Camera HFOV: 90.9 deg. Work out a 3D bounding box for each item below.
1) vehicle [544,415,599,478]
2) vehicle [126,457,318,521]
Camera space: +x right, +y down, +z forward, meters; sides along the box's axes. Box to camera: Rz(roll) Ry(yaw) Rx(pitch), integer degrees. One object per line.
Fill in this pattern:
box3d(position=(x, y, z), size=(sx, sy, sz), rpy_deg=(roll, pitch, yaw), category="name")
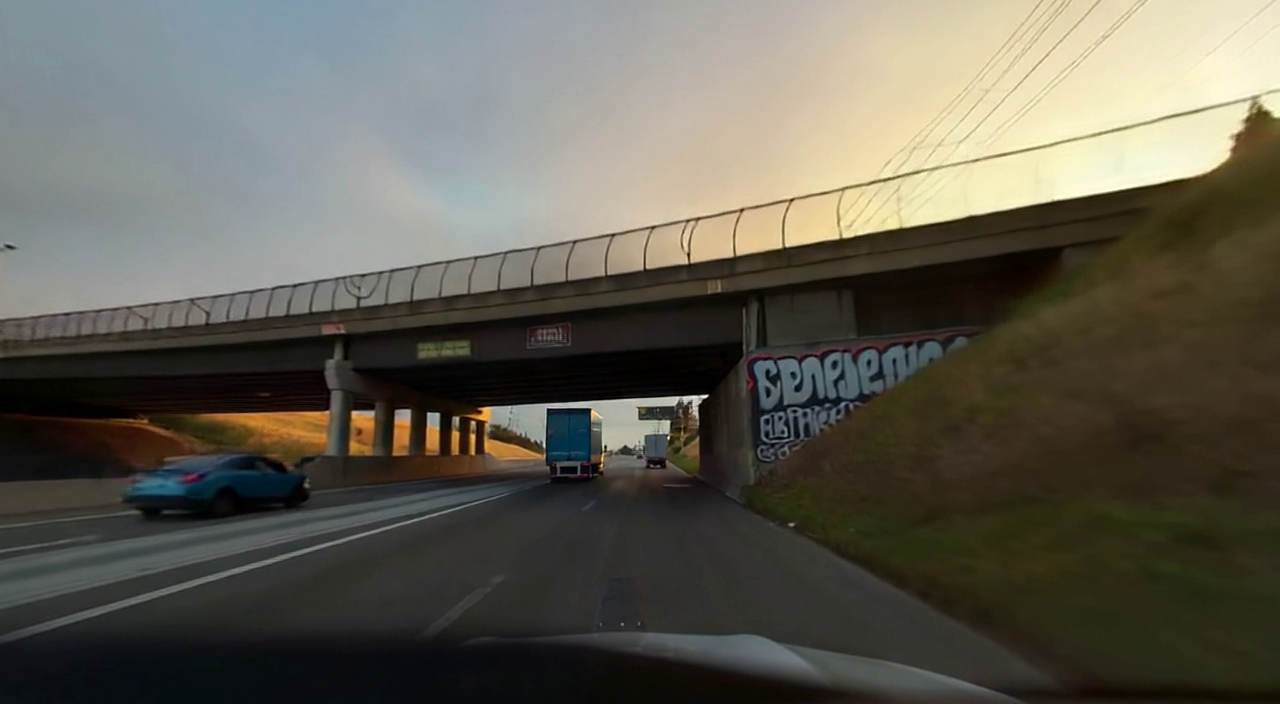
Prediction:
box3d(position=(-4.706, 6.767, 45.178), size=(2.955, 4.022, 8.842), rpy_deg=(0, -9, 0), category="vehicle")
box3d(position=(-10.580, 3.463, 16.451), size=(1.940, 1.381, 4.348), rpy_deg=(0, -9, 1), category="vehicle")
